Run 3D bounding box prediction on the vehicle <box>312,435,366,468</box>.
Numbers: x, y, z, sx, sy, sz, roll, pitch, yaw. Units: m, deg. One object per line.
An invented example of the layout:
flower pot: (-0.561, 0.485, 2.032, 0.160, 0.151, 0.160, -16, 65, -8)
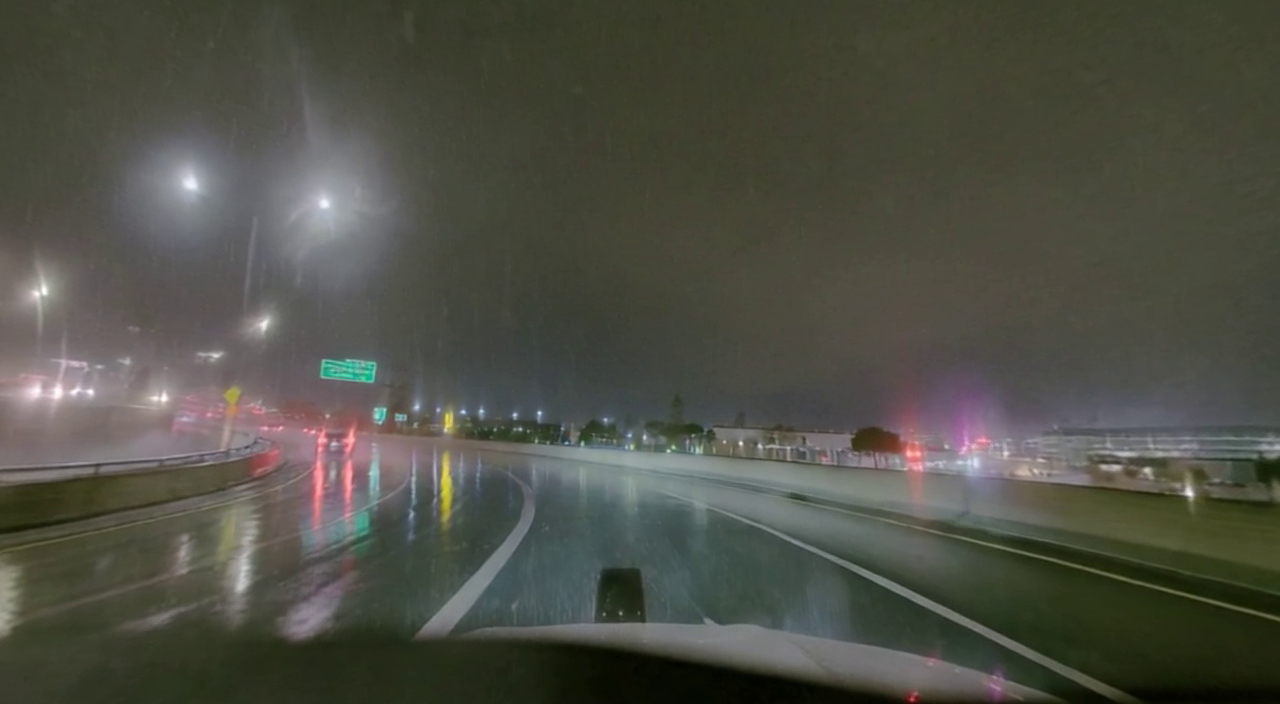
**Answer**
vehicle: (-15.602, 5.139, 32.522, 2.234, 1.588, 4.484, 5, -10, -27)
